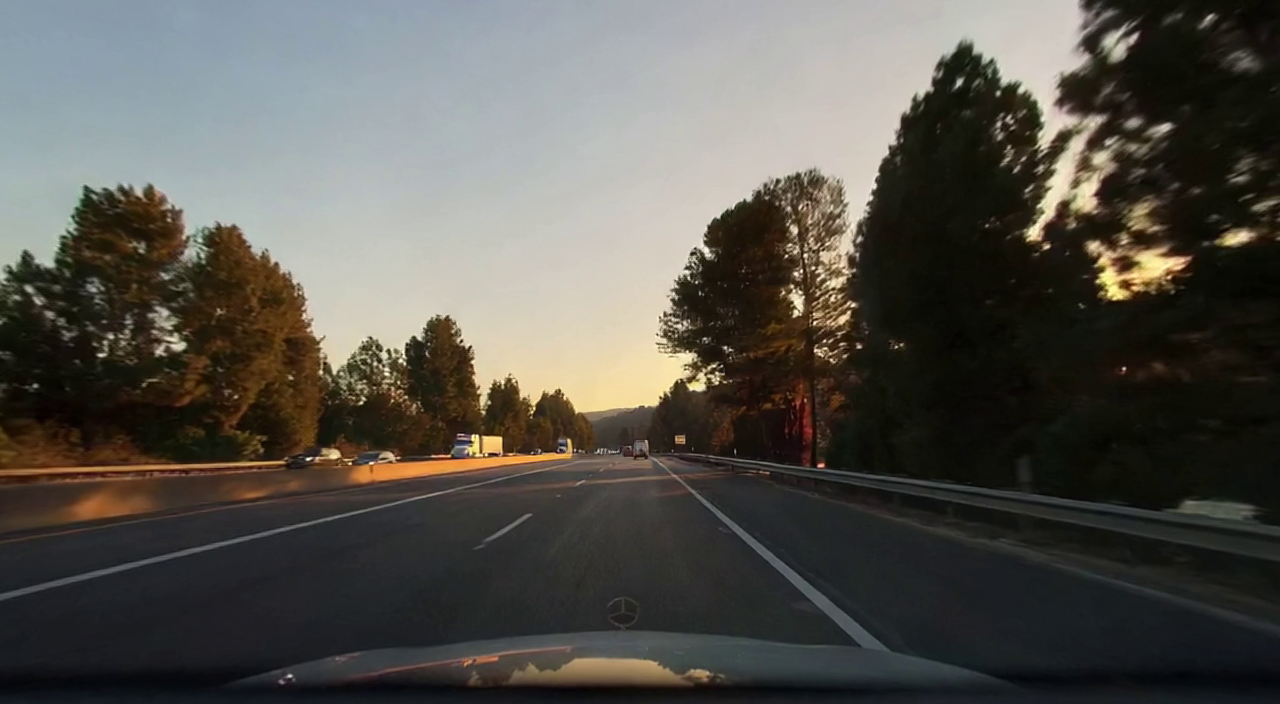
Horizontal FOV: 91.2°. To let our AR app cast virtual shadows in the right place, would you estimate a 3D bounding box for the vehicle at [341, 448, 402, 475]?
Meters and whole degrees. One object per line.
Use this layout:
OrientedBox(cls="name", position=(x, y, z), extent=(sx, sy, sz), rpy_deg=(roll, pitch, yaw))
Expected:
OrientedBox(cls="vehicle", position=(-15.925, 6.478, 37.365), extent=(1.800, 1.464, 3.896), rpy_deg=(0, -9, 1))
